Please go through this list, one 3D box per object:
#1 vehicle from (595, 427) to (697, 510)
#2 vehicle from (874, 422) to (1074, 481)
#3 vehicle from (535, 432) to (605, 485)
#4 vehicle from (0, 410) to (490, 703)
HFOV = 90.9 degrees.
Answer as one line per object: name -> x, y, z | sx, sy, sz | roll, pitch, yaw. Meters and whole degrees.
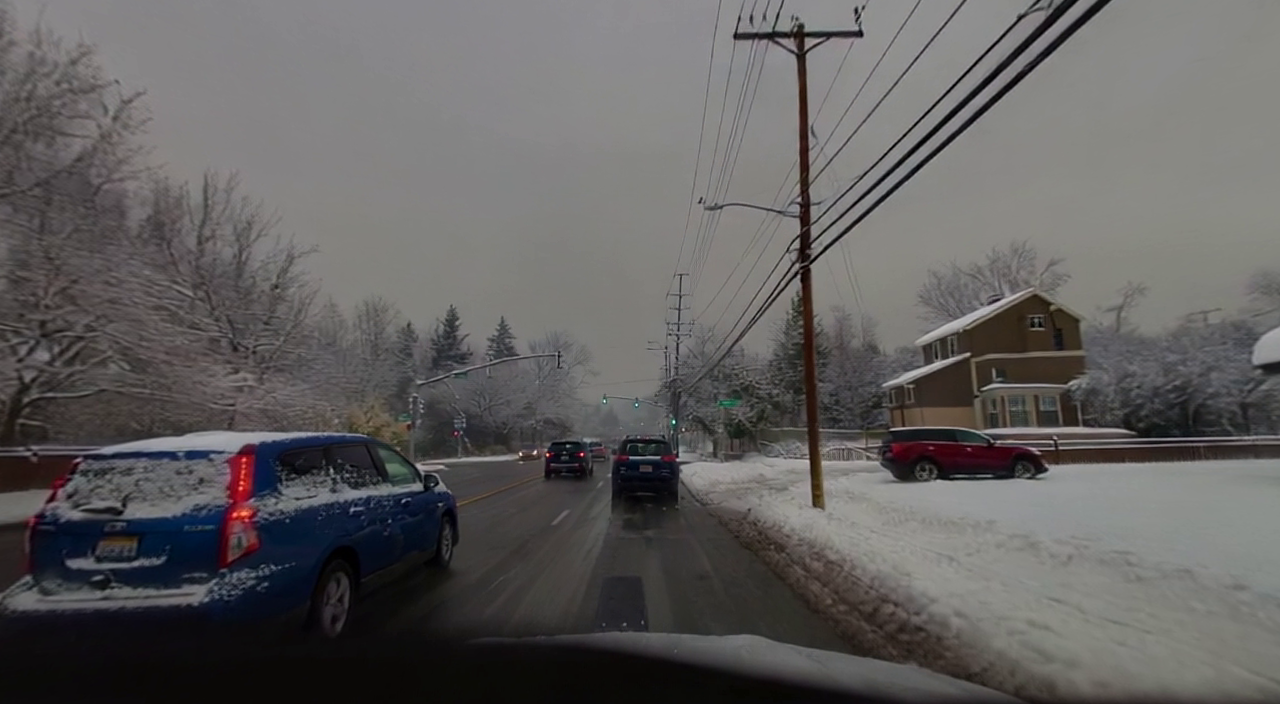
vehicle -> 0.105, 2.720, 15.133 | 2.120, 1.718, 3.909 | 0, -9, 0
vehicle -> 9.137, 2.761, 17.560 | 4.456, 1.504, 1.914 | 0, -8, 0
vehicle -> -2.466, 3.893, 23.282 | 2.000, 1.737, 4.133 | 0, -9, 2
vehicle -> -2.836, 1.344, 5.119 | 1.968, 1.472, 4.685 | 0, -9, 1
